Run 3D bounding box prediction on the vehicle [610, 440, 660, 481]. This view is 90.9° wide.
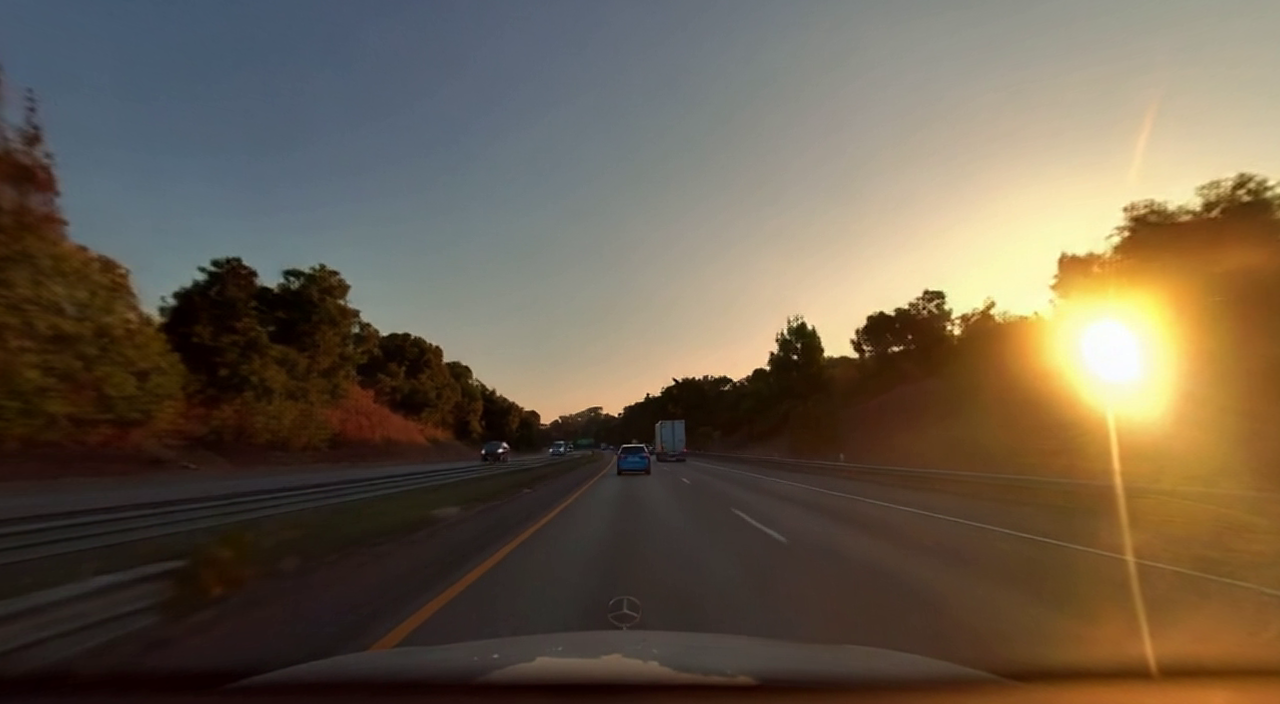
[{"bbox_3d":[-0.245,5.014,29.327,2.190,1.706,4.062,0,-9,-1],"label":"vehicle"}]
